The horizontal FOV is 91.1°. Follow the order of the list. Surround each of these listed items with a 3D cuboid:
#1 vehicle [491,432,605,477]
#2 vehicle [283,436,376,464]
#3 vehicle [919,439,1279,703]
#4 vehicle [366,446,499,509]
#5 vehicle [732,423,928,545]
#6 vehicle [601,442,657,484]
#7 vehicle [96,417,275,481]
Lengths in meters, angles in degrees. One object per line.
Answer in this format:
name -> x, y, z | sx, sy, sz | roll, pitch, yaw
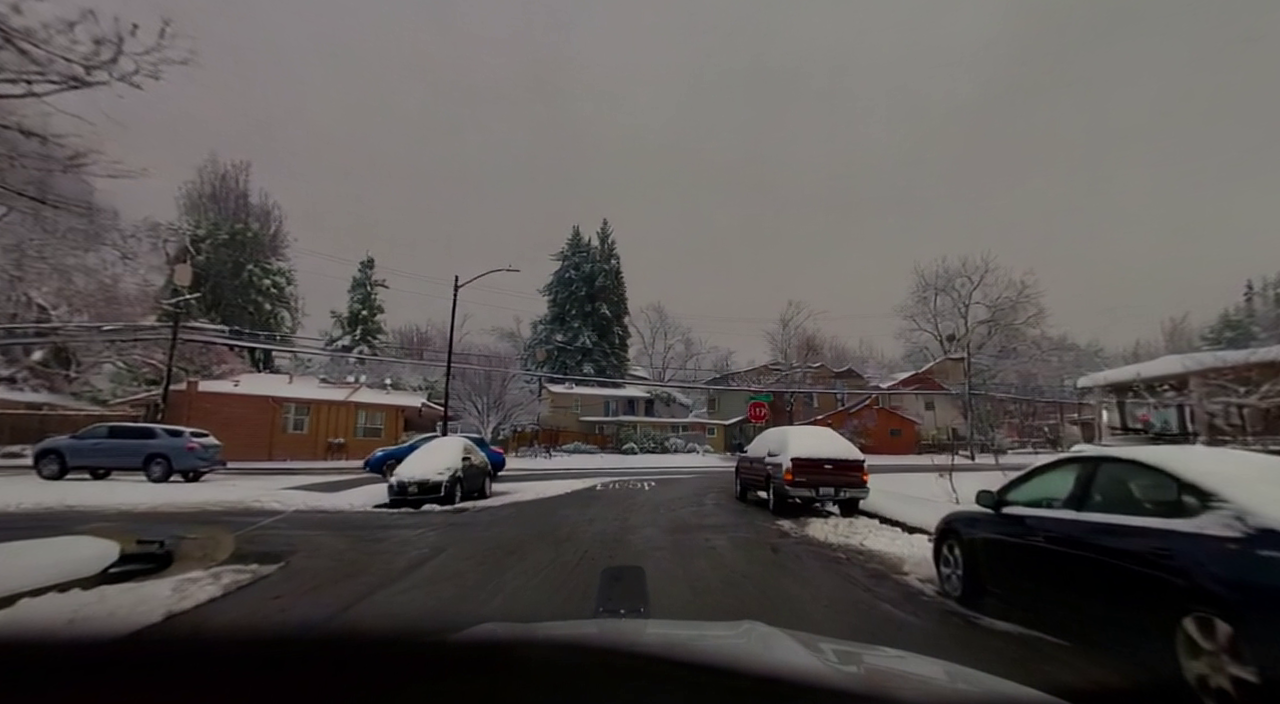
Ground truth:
vehicle -> -5.264, 5.757, 35.445 | 6.249, 2.319, 2.772 | -7, -11, 37
vehicle -> -24.132, 7.621, 48.960 | 6.027, 1.893, 2.282 | 2, -8, -1
vehicle -> 3.759, 1.313, 3.994 | 1.876, 1.477, 4.324 | 0, -9, -1
vehicle -> -5.378, 3.296, 17.058 | 1.999, 1.441, 4.628 | 0, -9, 1
vehicle -> 3.238, 2.324, 11.831 | 2.144, 1.751, 4.472 | 2, -8, -2
vehicle -> -0.464, 4.311, 24.676 | 2.010, 1.499, 4.107 | 0, -9, -2
vehicle -> -16.274, 3.547, 23.035 | 2.320, 2.030, 5.730 | 0, -9, -1
